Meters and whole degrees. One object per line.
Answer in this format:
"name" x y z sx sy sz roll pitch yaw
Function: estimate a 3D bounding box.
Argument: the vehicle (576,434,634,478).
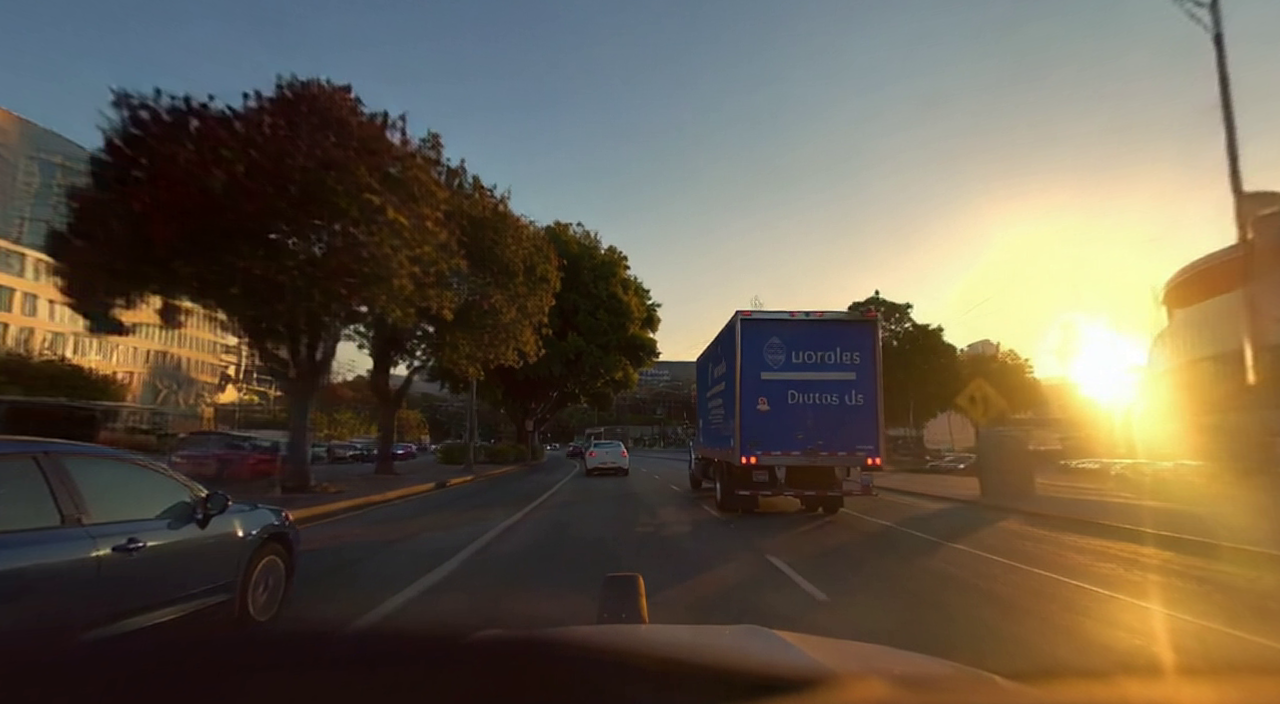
"vehicle" -1.608 4.659 28.338 2.388 1.811 4.455 1 -9 -4

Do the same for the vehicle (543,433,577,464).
"vehicle" -5.939 7.268 47.389 2.269 2.181 5.787 1 -9 -5

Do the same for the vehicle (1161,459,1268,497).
"vehicle" 25.633 5.559 27.977 4.391 1.492 1.972 4 -10 -27

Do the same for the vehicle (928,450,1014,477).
"vehicle" 20.046 6.711 38.012 4.684 1.477 2.079 4 -9 -23

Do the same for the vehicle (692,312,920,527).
"vehicle" 3.141 1.735 14.892 2.905 3.644 8.441 0 -9 -1

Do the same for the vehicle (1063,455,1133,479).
"vehicle" 34.161 8.530 46.797 4.494 1.612 2.043 3 -9 -22

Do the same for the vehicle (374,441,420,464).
"vehicle" -17.829 7.378 46.272 1.970 1.644 4.241 1 -9 -4

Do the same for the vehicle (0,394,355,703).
"vehicle" -3.577 1.081 3.535 1.828 1.515 4.422 0 -9 0
